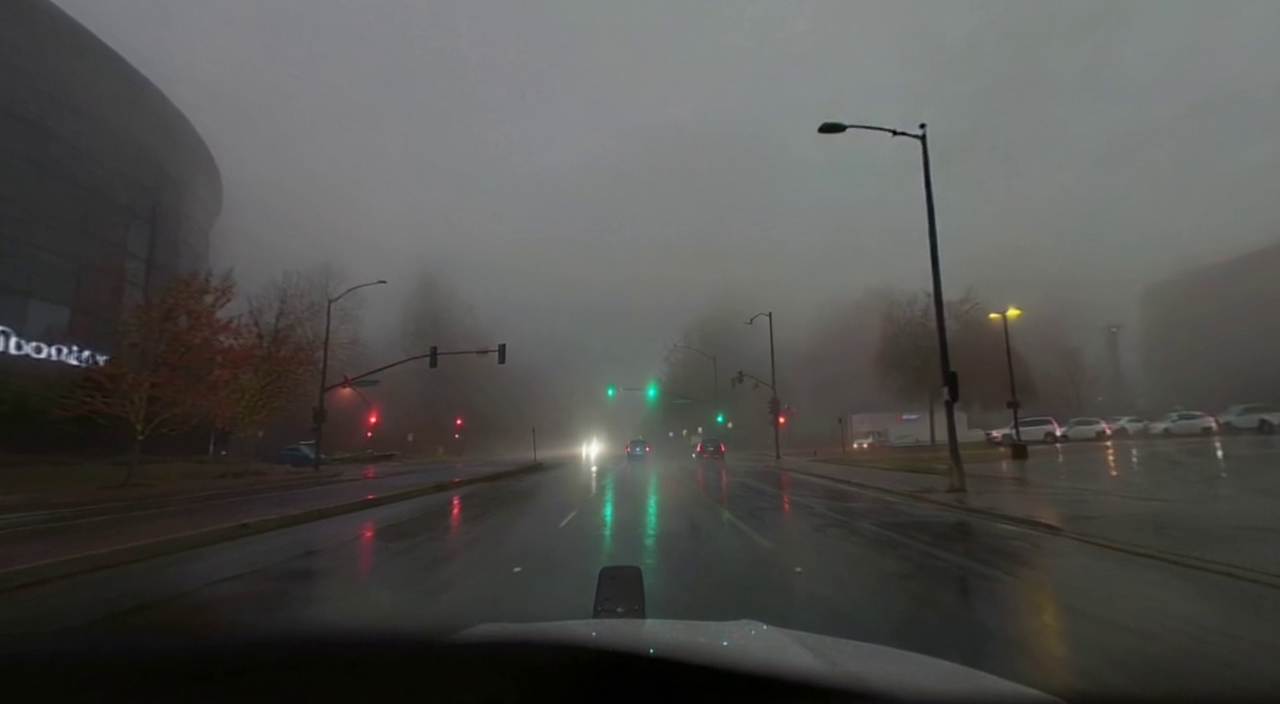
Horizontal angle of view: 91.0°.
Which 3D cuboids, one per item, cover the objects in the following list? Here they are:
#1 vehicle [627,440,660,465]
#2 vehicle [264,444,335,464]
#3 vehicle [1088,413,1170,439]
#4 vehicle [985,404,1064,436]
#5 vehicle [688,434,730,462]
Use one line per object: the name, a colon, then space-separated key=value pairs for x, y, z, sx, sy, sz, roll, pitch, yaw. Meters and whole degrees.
vehicle: x=0.172 y=6.633 z=41.576 sx=2.014 sy=1.525 sz=4.197 roll=1 pitch=-9 yaw=-2
vehicle: x=-26.819 y=8.033 z=49.716 sx=4.500 sy=1.555 sz=1.913 roll=0 pitch=-9 yaw=3
vehicle: x=30.436 y=4.671 z=39.371 sx=1.729 sy=1.507 sz=4.279 roll=-1 pitch=-8 yaw=1
vehicle: x=23.431 y=4.249 z=38.650 sx=1.887 sy=1.635 sz=4.695 roll=1 pitch=-10 yaw=0
vehicle: x=4.534 y=6.461 z=42.202 sx=2.174 sy=1.749 sz=4.739 roll=1 pitch=-9 yaw=-2
